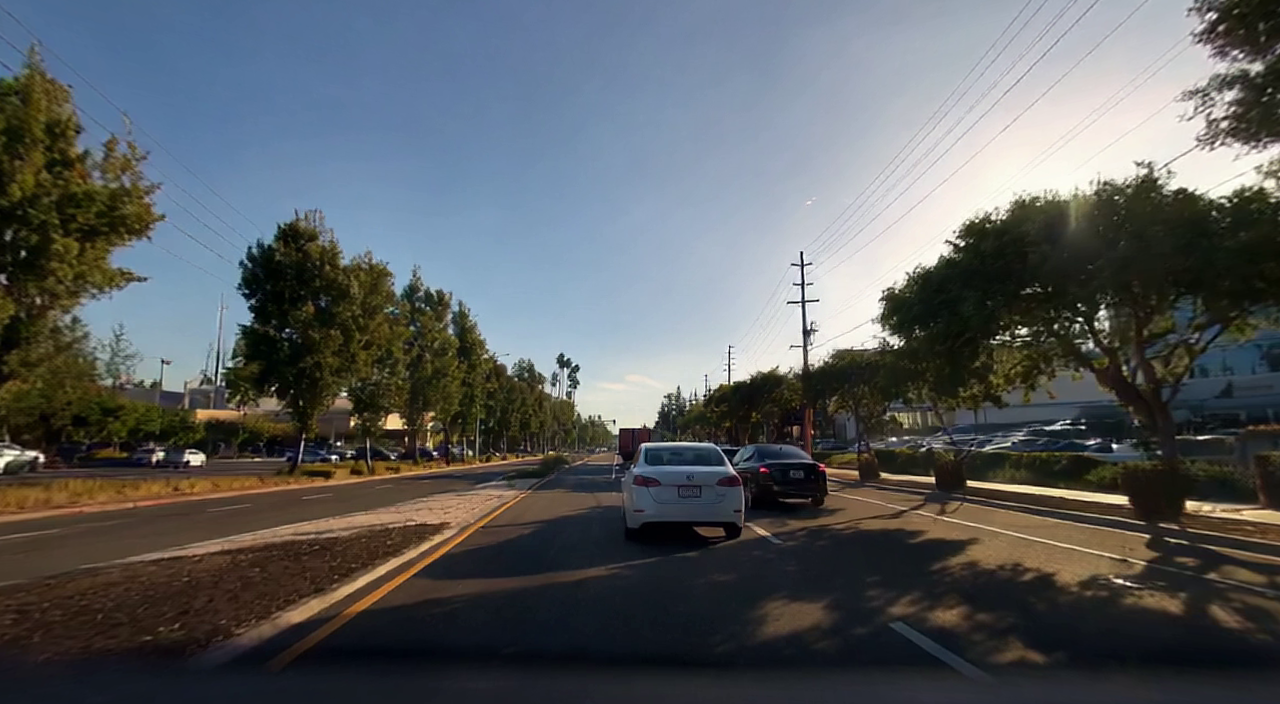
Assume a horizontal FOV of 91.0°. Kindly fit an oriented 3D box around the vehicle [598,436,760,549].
[{"bbox_3d":[0.453,2.173,10.429,2.144,1.473,4.028,0,-8,-2],"label":"vehicle"}]

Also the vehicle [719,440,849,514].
[{"bbox_3d":[3.188,2.844,14.852,1.985,1.489,4.036,0,-8,-2],"label":"vehicle"}]
